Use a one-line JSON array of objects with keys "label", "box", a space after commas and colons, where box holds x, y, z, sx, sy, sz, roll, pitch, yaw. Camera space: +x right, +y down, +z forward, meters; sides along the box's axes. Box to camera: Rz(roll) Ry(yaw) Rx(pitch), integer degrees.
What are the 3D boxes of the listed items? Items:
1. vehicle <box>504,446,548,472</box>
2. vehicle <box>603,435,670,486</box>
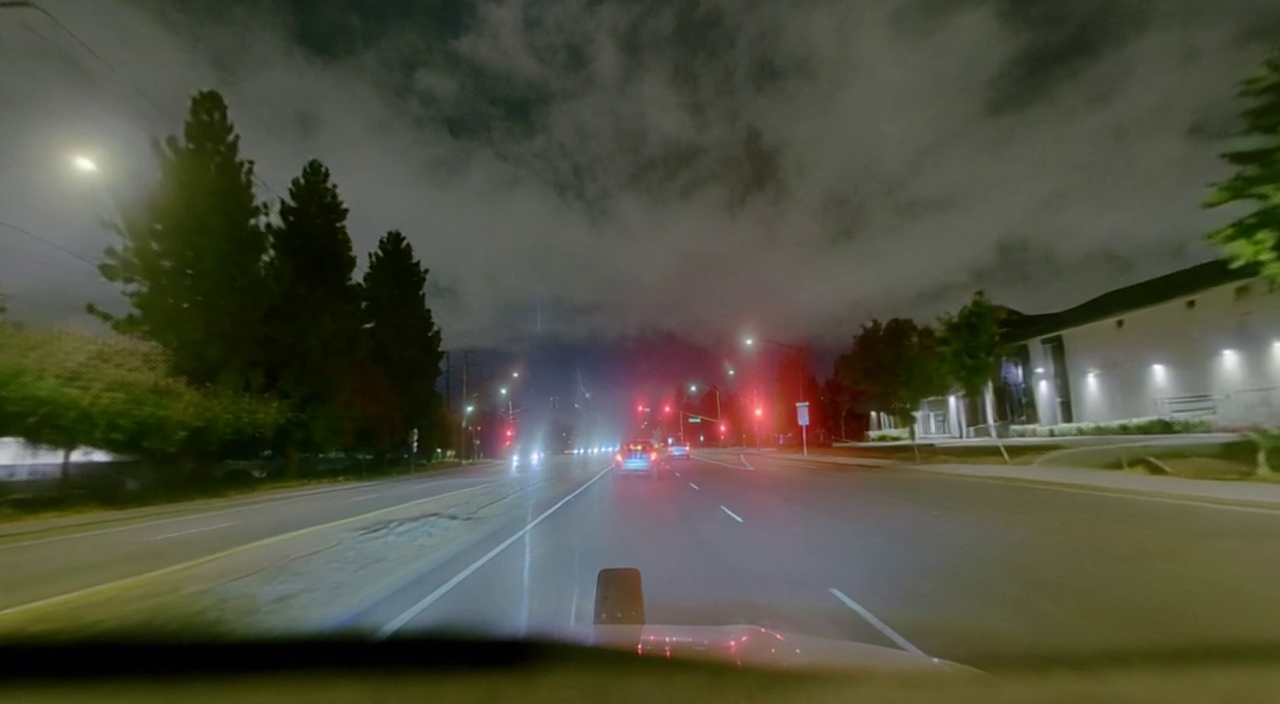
[{"label": "vehicle", "box": [-7.506, 7.046, 41.888, 2.094, 1.579, 4.297, -1, -8, 0]}, {"label": "vehicle", "box": [-0.156, 3.841, 22.667, 2.181, 1.639, 4.127, 0, -8, -1]}]
